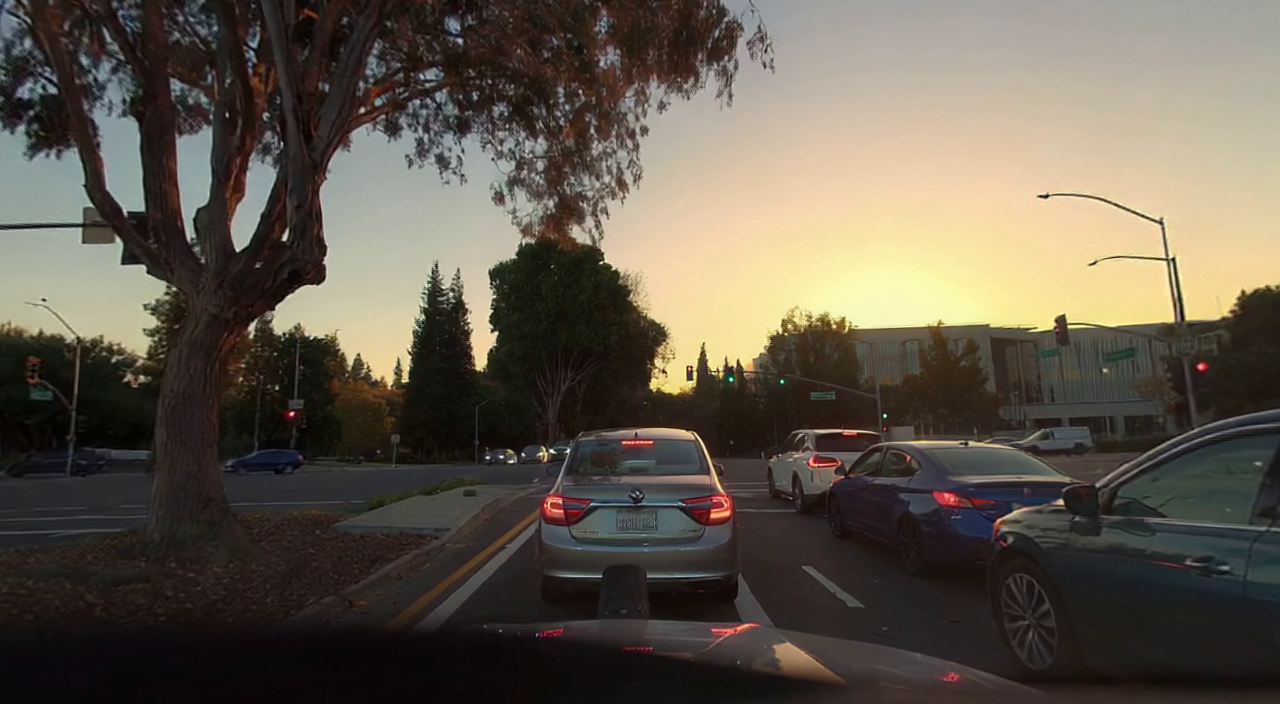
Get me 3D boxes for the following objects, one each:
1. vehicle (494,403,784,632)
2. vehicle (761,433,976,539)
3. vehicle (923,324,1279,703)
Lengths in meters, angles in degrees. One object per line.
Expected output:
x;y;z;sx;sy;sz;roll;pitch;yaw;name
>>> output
-0.023;1.477;6.511;2.074;1.631;3.793;0;-9;0;vehicle
3.687;2.254;11.295;2.054;1.482;4.654;0;-9;-1;vehicle
3.720;0.930;3.426;2.162;1.829;4.519;0;-9;-1;vehicle
